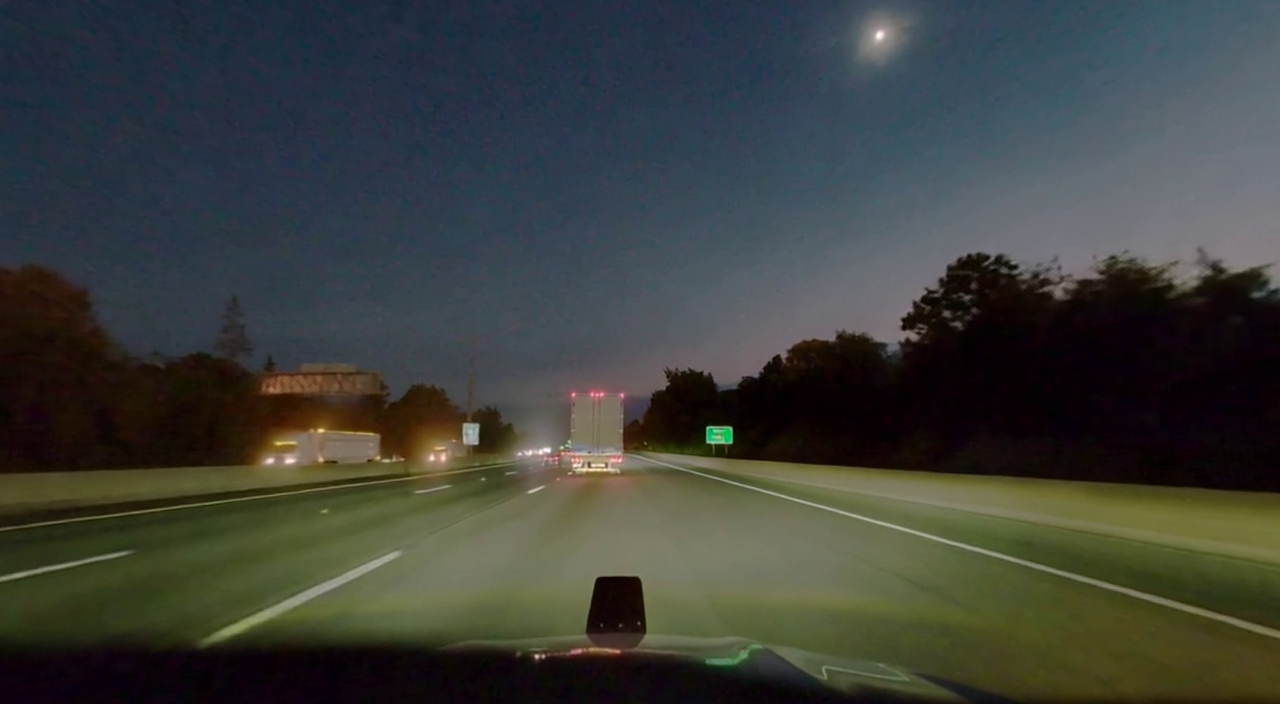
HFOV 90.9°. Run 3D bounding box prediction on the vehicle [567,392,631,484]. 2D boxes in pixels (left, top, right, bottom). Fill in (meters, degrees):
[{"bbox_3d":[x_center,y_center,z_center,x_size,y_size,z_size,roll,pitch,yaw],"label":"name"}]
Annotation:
[{"bbox_3d":[-2.155,4.798,34.338,2.875,4.056,12.312,0,-9,-3],"label":"vehicle"}]
